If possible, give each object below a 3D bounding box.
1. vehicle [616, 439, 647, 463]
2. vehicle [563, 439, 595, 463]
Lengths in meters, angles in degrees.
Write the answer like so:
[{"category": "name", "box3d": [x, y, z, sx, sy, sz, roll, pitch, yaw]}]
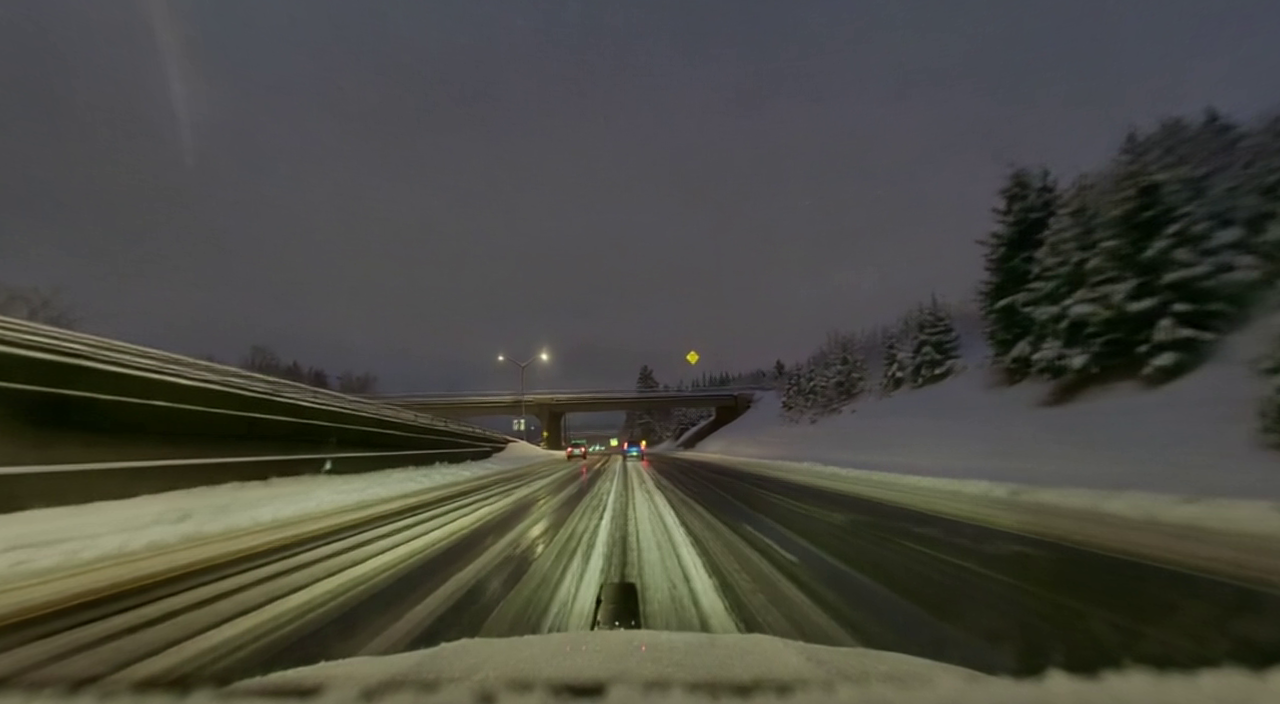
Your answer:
[{"category": "vehicle", "box3d": [-0.652, 7.093, 45.496, 2.132, 1.657, 3.967, 0, -8, -2]}, {"category": "vehicle", "box3d": [-4.466, 7.282, 46.570, 2.000, 1.646, 4.201, 0, -8, -1]}]
